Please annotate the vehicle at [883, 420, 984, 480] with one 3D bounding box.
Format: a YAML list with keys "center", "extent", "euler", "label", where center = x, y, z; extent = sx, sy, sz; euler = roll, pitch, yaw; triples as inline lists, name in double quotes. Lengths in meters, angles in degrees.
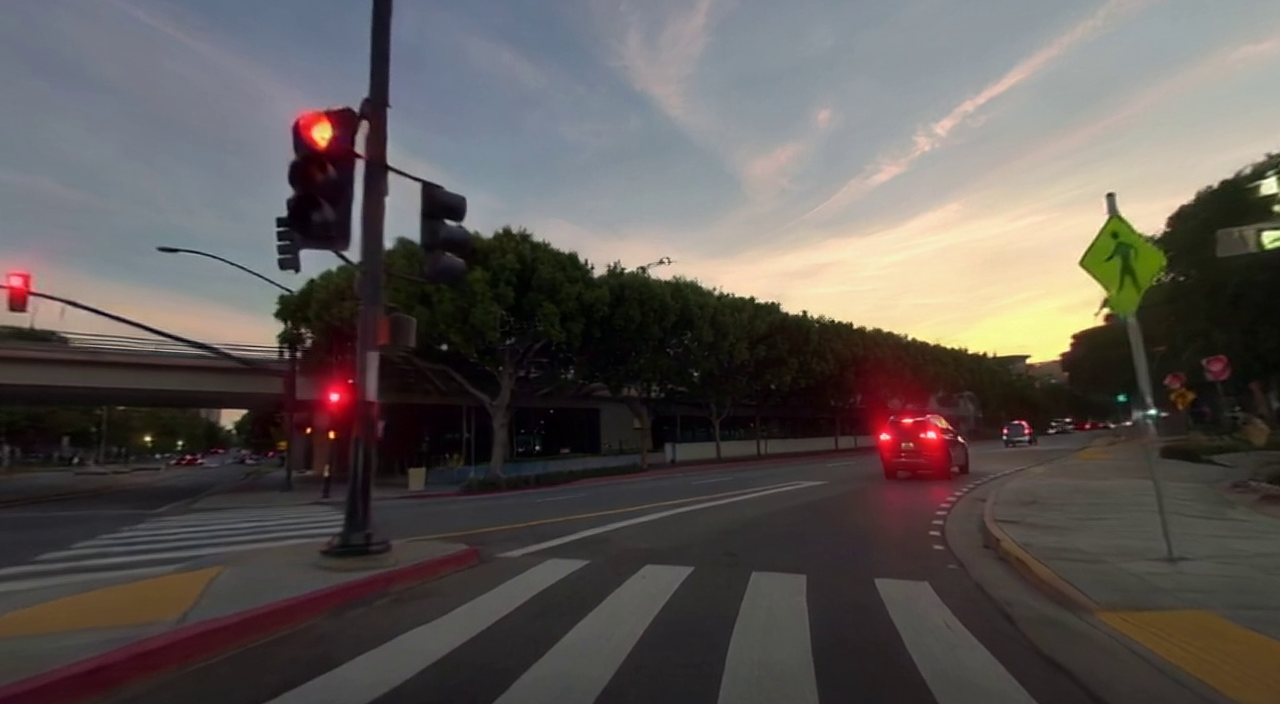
- center: [9.096, 2.990, 19.405]
  extent: [1.908, 1.622, 4.166]
  euler: [-6, -11, 36]
  label: "vehicle"

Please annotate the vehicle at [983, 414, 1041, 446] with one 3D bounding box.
- center: [24.655, 5.224, 41.790]
  extent: [2.122, 1.954, 5.144]
  euler: [-8, -11, 42]
  label: "vehicle"
